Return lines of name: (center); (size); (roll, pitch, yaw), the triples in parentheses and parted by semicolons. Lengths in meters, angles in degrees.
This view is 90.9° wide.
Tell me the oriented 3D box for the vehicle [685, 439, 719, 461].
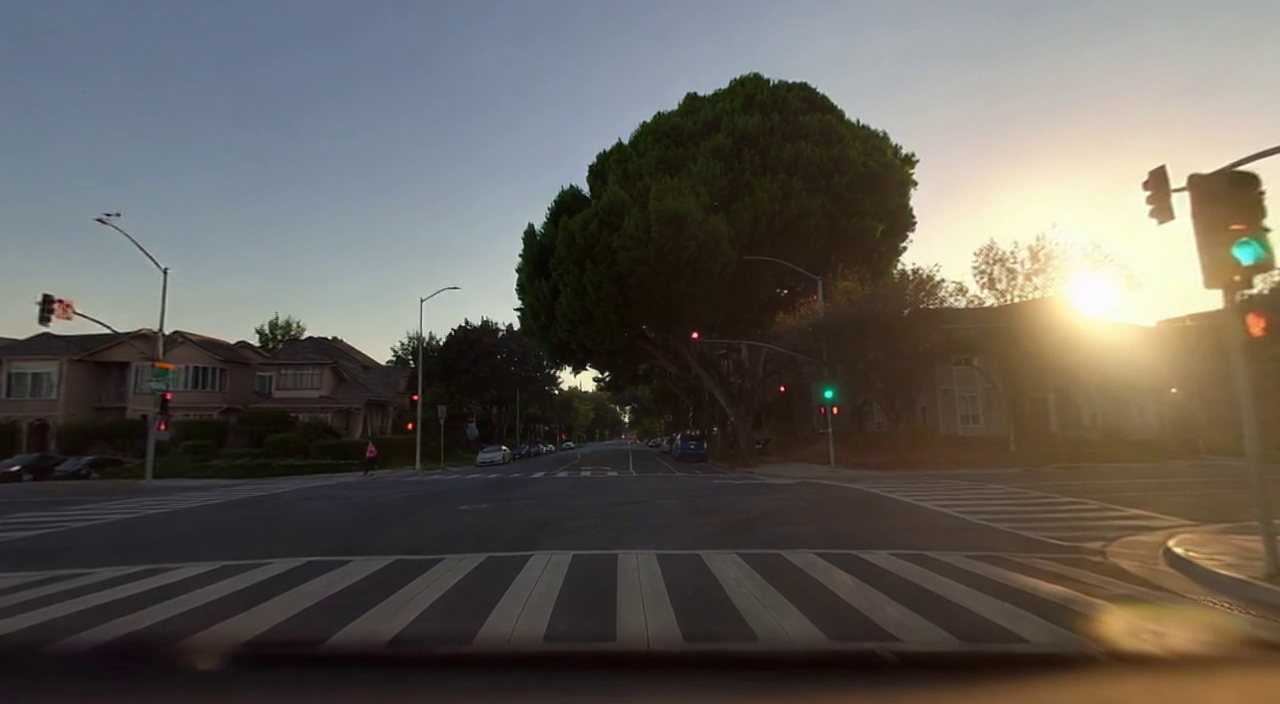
vehicle: (4.262, 6.806, 43.901); (1.987, 1.466, 4.389); (0, -8, 0)
